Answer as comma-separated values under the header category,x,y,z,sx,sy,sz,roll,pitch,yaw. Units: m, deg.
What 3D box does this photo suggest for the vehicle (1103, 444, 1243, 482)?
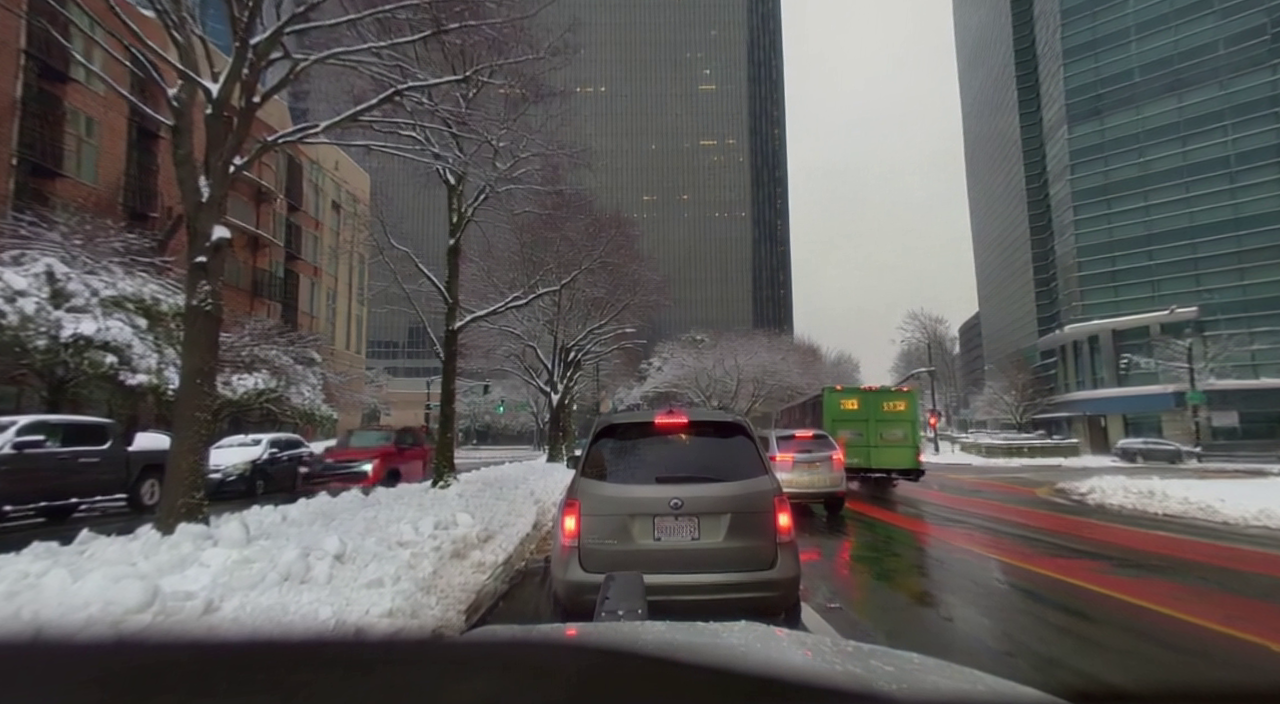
category,x,y,z,sx,sy,sz,roll,pitch,yaw
vehicle,30.828,6.425,36.874,5.890,1.996,2.155,-6,-10,34

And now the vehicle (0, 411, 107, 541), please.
category,x,y,z,sx,sy,sz,roll,pitch,yaw
vehicle,-10.485,1.913,9.807,1.543,1.946,3.454,1,-9,-6

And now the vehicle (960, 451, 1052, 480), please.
category,x,y,z,sx,sy,sz,roll,pitch,yaw
vehicle,23.891,7.394,41.323,4.956,1.706,1.822,-6,-10,33

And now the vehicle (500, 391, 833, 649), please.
category,x,y,z,sx,sy,sz,roll,pitch,yaw
vehicle,0.205,1.421,6.334,2.192,1.695,4.142,0,-8,1

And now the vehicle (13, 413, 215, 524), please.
category,x,y,z,sx,sy,sz,roll,pitch,yaw
vehicle,-10.861,2.395,13.397,1.482,2.019,3.297,0,-9,-4

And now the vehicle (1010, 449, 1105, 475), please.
category,x,y,z,sx,sy,sz,roll,pitch,yaw
vehicle,28.114,7.366,42.719,5.153,1.626,1.895,-6,-10,33

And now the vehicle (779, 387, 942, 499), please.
category,x,y,z,sx,sy,sz,roll,pitch,yaw
vehicle,7.040,3.109,21.686,3.113,3.116,7.650,0,-8,3

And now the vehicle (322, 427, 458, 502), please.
category,x,y,z,sx,sy,sz,roll,pitch,yaw
vehicle,-6.716,3.060,17.690,2.198,1.779,4.926,1,-8,-6

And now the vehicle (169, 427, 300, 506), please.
category,x,y,z,sx,sy,sz,roll,pitch,yaw
vehicle,-11.198,3.155,17.745,1.559,1.973,3.419,1,-9,-5
